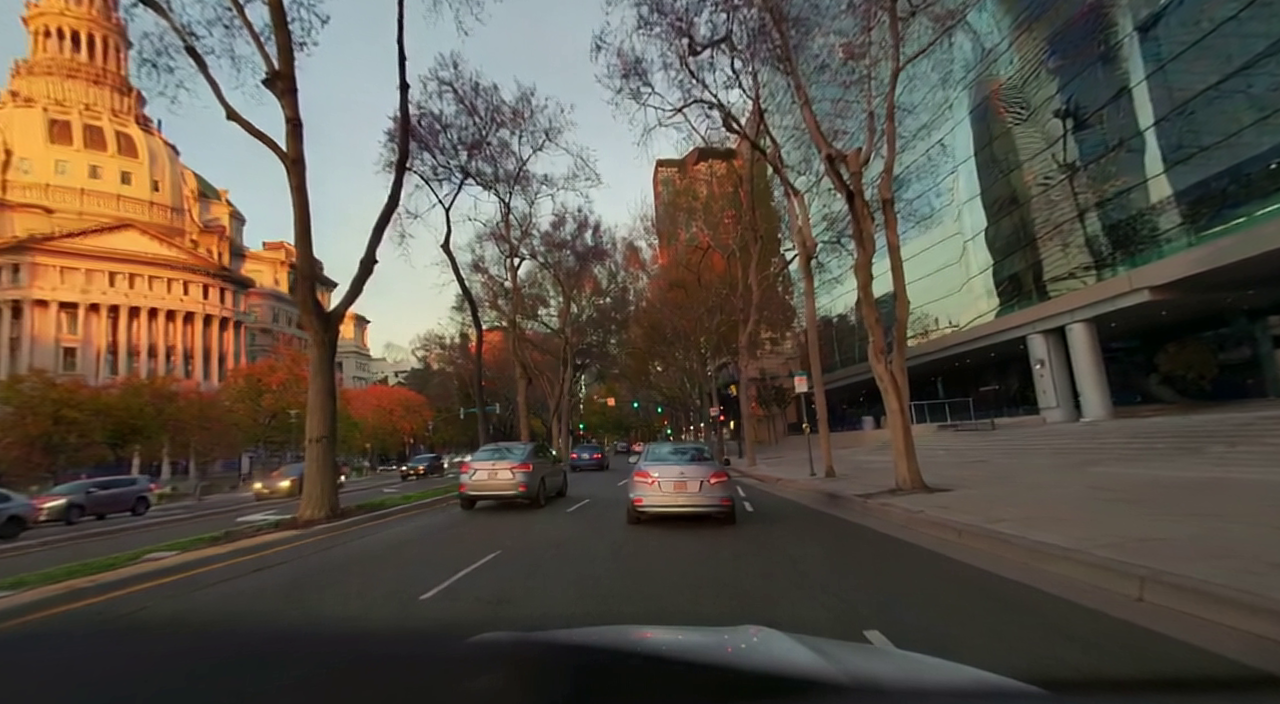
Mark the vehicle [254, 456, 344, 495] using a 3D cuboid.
[{"bbox_3d":[-16.936,6.120,31.618,2.075,1.700,4.405,0,-9,0],"label":"vehicle"}]

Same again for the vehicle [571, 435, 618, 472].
[{"bbox_3d":[-2.288,5.286,32.998,1.969,1.764,4.160,0,-9,2],"label":"vehicle"}]

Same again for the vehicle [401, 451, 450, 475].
[{"bbox_3d":[-16.568,8.571,48.965,2.024,1.782,4.827,0,-9,1],"label":"vehicle"}]

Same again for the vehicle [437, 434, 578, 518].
[{"bbox_3d":[-2.673,2.615,13.829,1.961,1.517,4.202,0,-9,3],"label":"vehicle"}]

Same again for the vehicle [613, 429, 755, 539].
[{"bbox_3d":[0.676,2.107,10.640,1.933,1.504,3.802,0,-9,2],"label":"vehicle"}]
